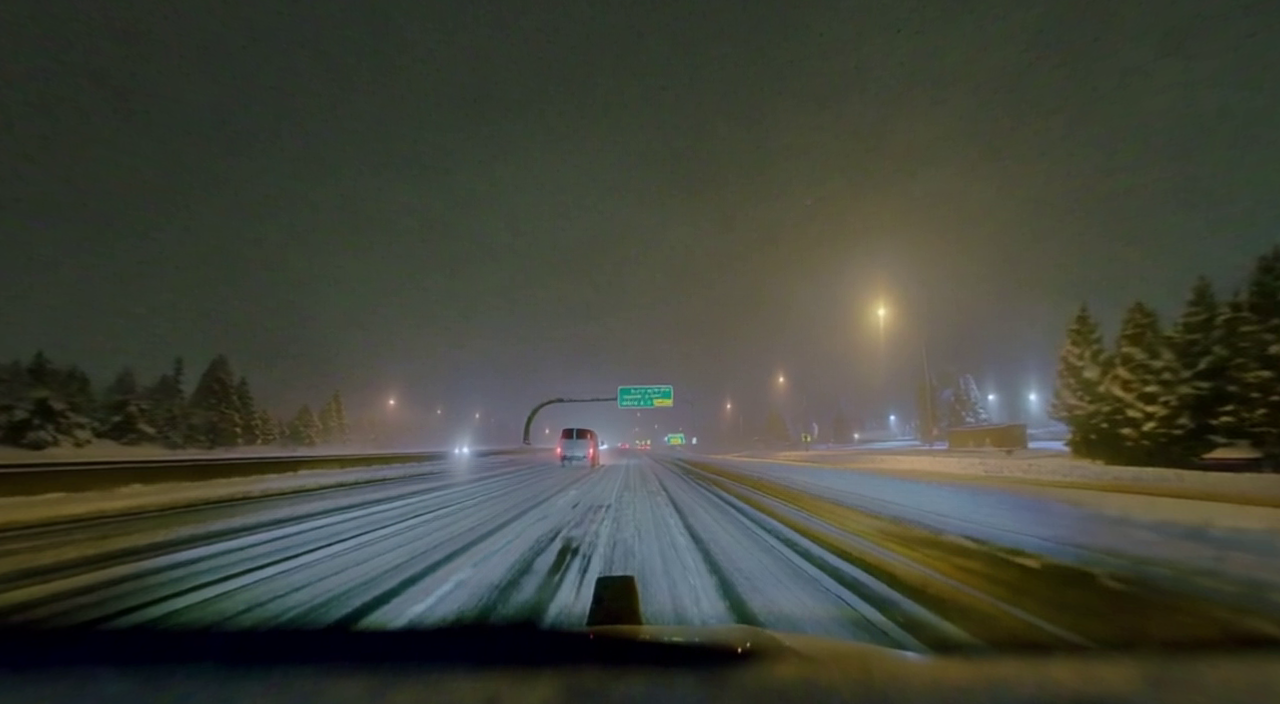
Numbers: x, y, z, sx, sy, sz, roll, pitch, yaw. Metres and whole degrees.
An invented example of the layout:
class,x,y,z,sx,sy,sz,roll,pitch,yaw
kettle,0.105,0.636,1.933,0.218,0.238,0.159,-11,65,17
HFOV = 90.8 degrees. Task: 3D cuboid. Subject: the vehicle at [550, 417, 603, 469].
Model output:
class,x,y,z,sx,sy,sz,roll,pitch,yaw
vehicle,-3.863,5.790,40.047,2.881,2.937,7.045,0,-9,-2
